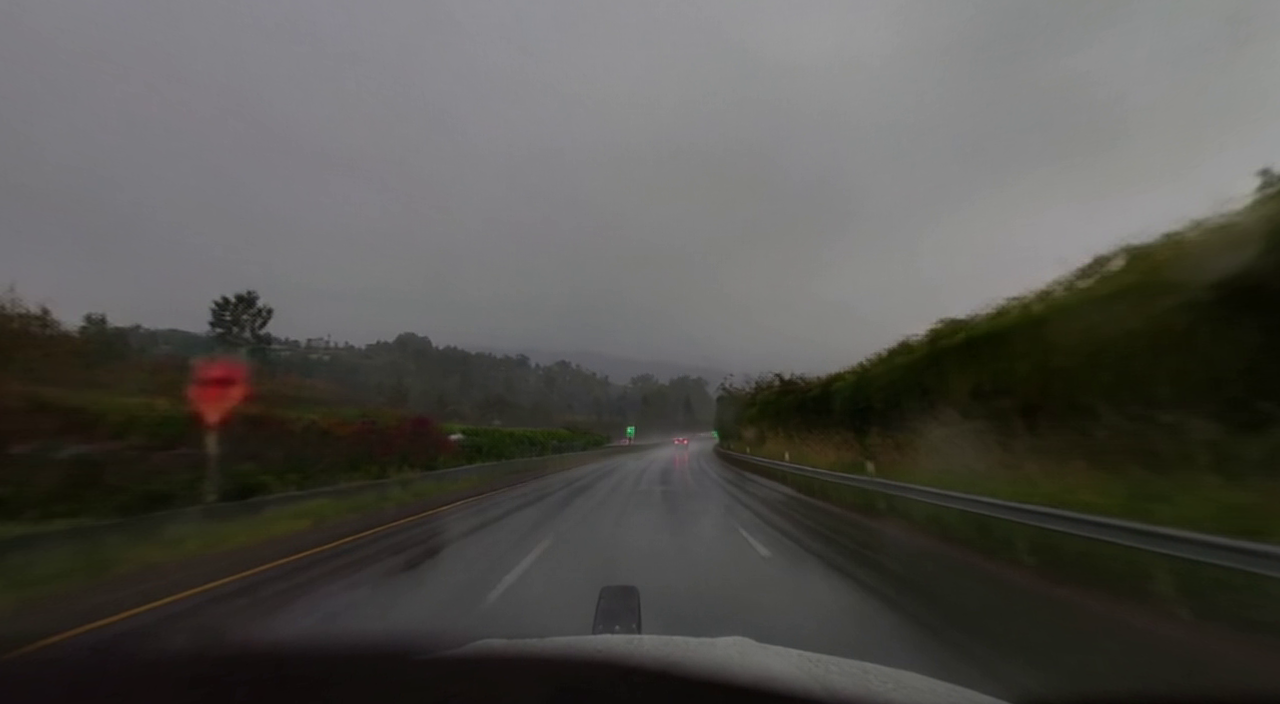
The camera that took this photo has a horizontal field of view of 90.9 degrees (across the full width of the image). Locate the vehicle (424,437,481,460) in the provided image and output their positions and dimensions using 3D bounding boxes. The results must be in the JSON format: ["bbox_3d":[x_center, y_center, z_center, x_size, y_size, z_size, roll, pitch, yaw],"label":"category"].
[{"bbox_3d":[-13.572,6.987,45.865,2.141,1.612,3.998,-2,-8,15],"label":"vehicle"}]
